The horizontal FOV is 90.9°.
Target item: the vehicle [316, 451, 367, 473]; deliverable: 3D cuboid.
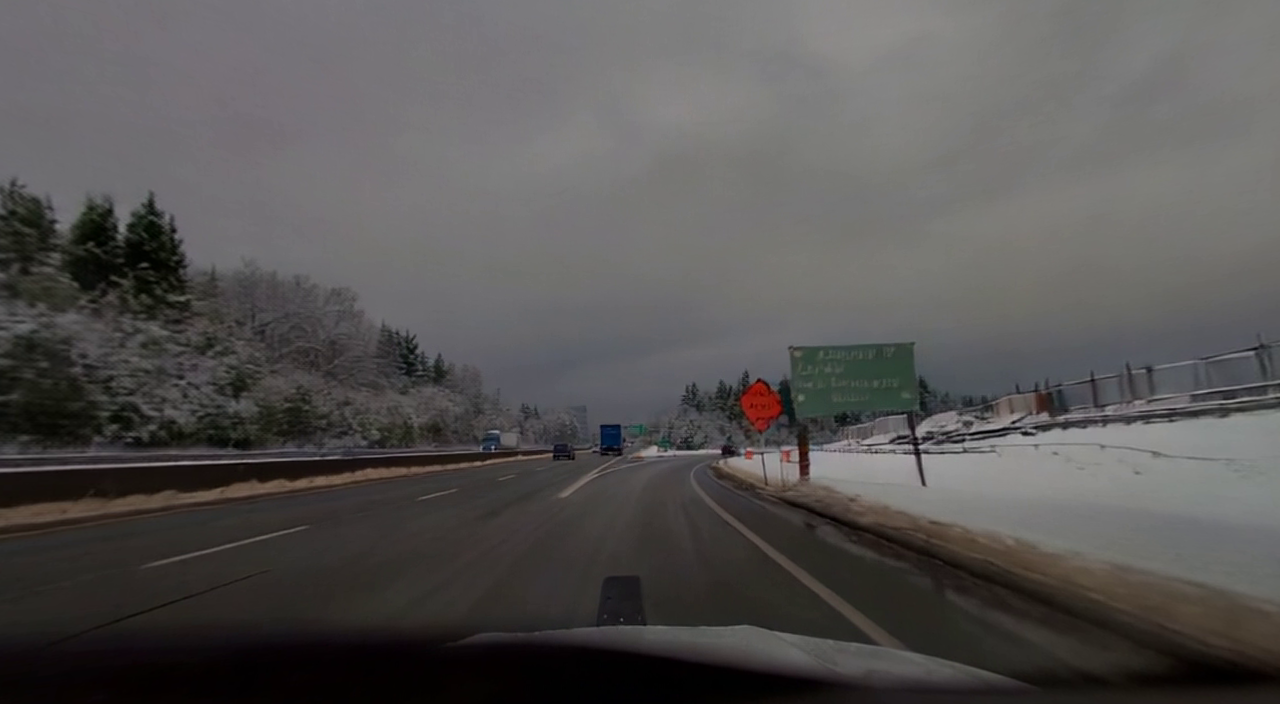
[{"bbox_3d":[-20.273,7.452,42.983,1.674,1.407,3.588,0,-9,0],"label":"vehicle"}]
